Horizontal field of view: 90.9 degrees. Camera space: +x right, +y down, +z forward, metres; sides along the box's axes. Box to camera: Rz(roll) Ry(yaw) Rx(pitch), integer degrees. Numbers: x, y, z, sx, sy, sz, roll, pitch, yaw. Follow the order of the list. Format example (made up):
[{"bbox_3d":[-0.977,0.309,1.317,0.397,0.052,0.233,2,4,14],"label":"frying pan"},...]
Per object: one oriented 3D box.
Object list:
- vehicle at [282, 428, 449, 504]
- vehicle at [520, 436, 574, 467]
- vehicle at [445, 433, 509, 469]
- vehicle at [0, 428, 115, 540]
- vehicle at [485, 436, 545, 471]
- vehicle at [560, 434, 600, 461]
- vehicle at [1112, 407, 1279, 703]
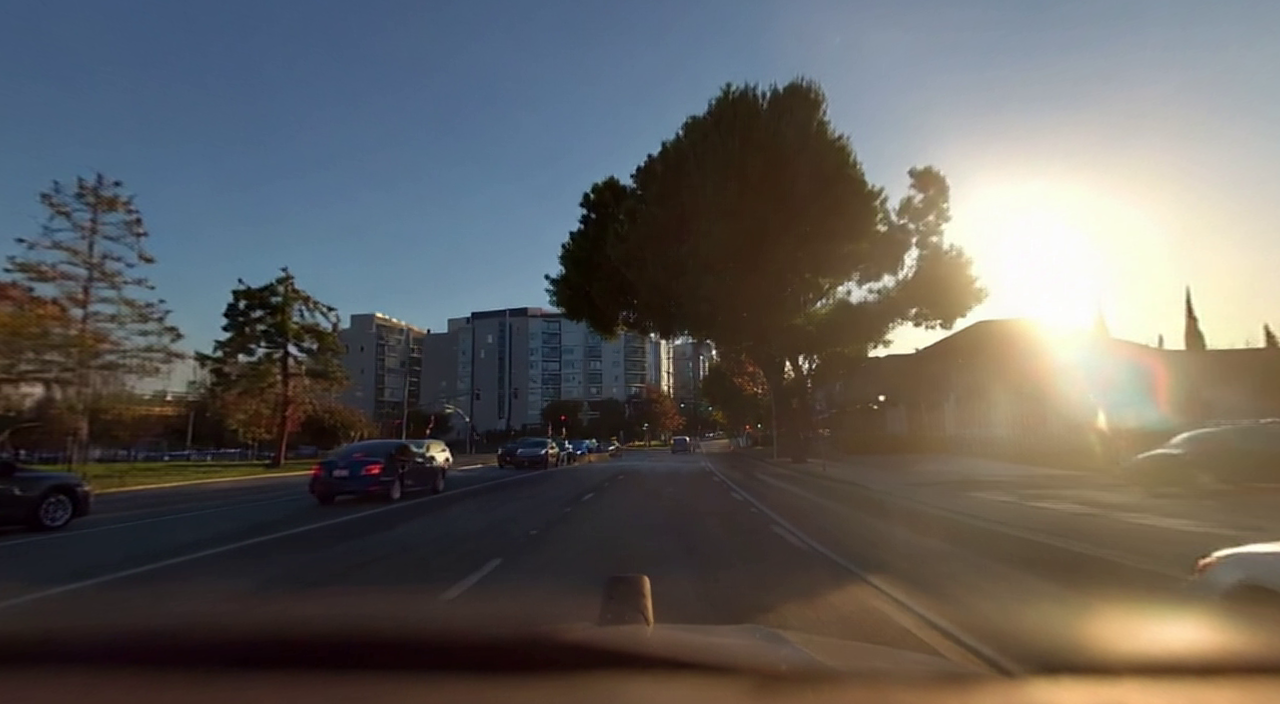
[{"bbox_3d":[-6.482,2.739,15.579,1.988,1.597,4.404,0,-9,2],"label":"vehicle"},{"bbox_3d":[-5.331,5.801,36.844,2.121,1.630,4.642,-1,-9,4],"label":"vehicle"},{"bbox_3d":[-8.746,5.357,34.295,2.051,1.801,4.370,-1,-9,4],"label":"vehicle"},{"bbox_3d":[-9.962,1.794,8.423,1.951,1.554,4.444,0,-9,2],"label":"vehicle"},{"bbox_3d":[-5.983,4.918,30.694,1.870,1.616,3.765,-1,-9,4],"label":"vehicle"},{"bbox_3d":[-4.249,6.882,45.387,1.951,1.809,4.917,-1,-9,6],"label":"vehicle"},{"bbox_3d":[3.839,0.787,1.379,2.003,1.494,4.705,0,-9,1],"label":"vehicle"}]
